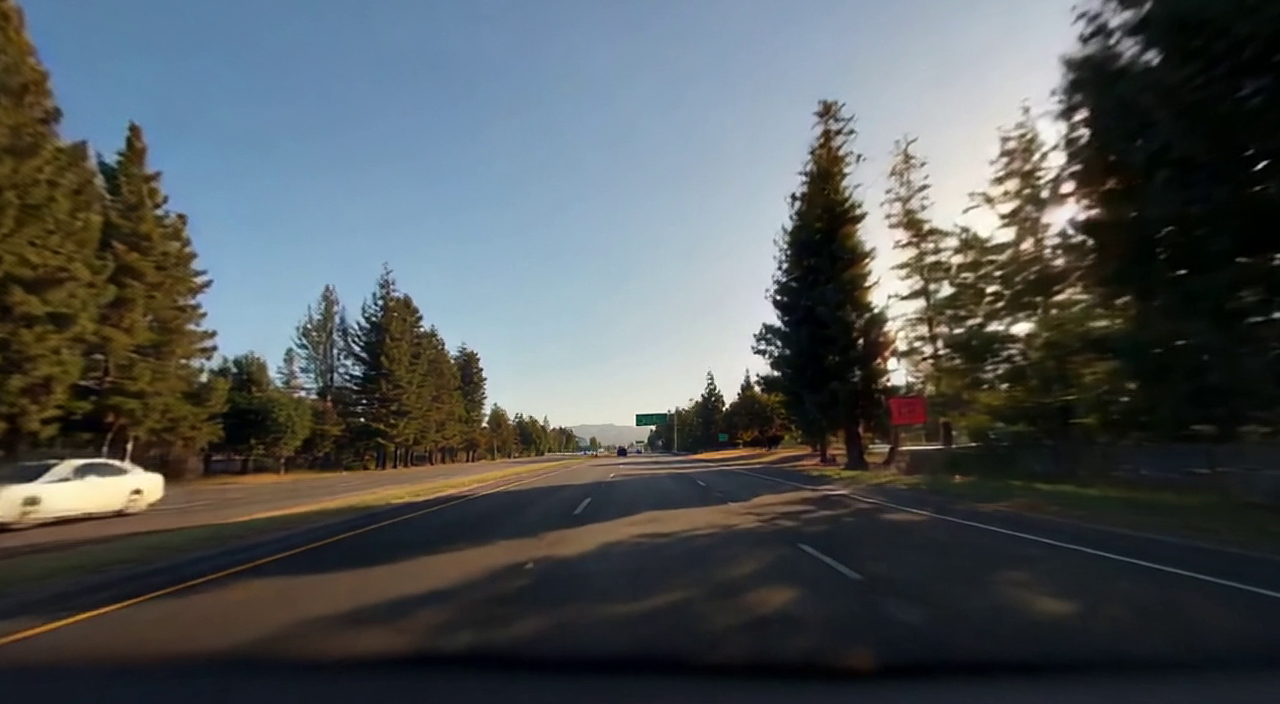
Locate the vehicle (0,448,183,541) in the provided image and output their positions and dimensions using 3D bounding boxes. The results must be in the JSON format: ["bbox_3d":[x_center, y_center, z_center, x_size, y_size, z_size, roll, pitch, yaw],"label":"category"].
[{"bbox_3d":[-11.086,2.481,11.512,2.087,1.455,4.585,0,-9,0],"label":"vehicle"}]
